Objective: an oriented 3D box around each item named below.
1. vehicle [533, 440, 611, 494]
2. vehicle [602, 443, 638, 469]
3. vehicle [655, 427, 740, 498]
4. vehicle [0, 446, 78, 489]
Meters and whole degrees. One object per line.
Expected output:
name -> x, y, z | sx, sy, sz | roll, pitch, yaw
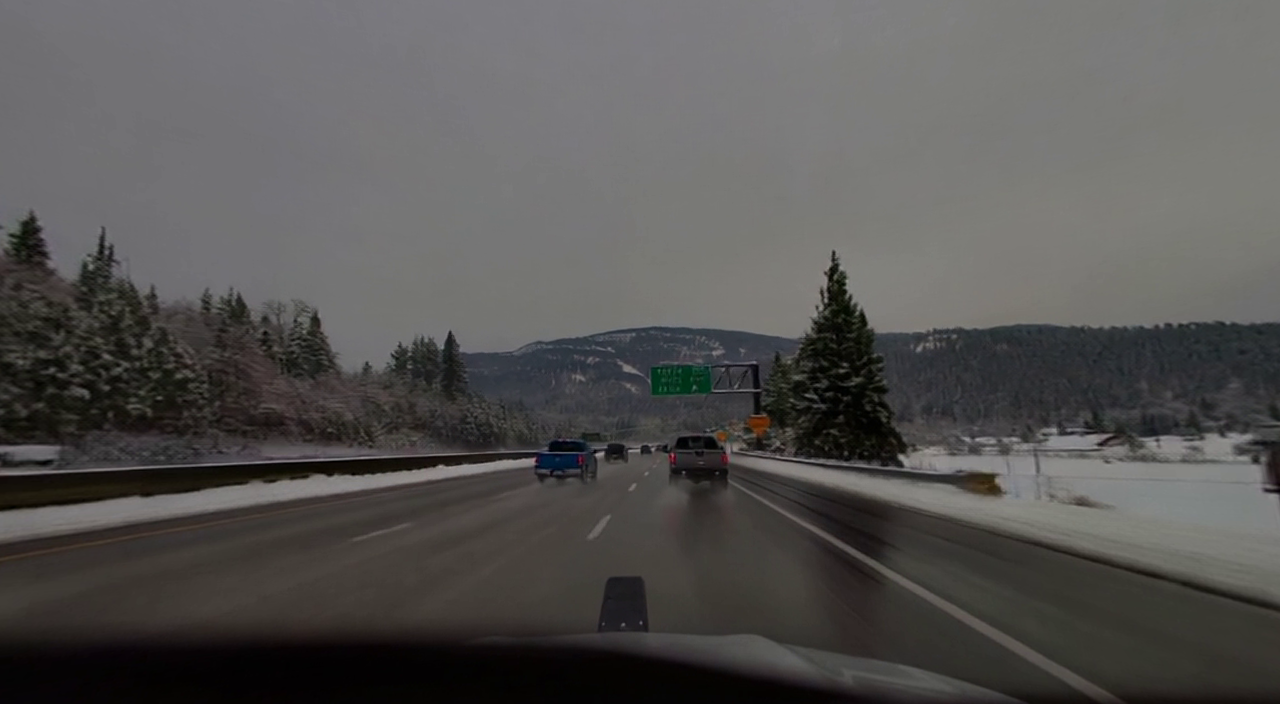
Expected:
vehicle -> -2.163, 3.790, 21.165 | 1.959, 1.604, 4.065 | -1, -9, 3
vehicle -> -1.370, 7.250, 44.098 | 2.106, 1.651, 4.040 | -1, -9, 4
vehicle -> 1.624, 3.333, 19.362 | 2.229, 1.837, 5.387 | -1, -9, 2
vehicle -> -38.333, 6.905, 37.971 | 2.443, 2.489, 6.703 | -1, -9, 4
